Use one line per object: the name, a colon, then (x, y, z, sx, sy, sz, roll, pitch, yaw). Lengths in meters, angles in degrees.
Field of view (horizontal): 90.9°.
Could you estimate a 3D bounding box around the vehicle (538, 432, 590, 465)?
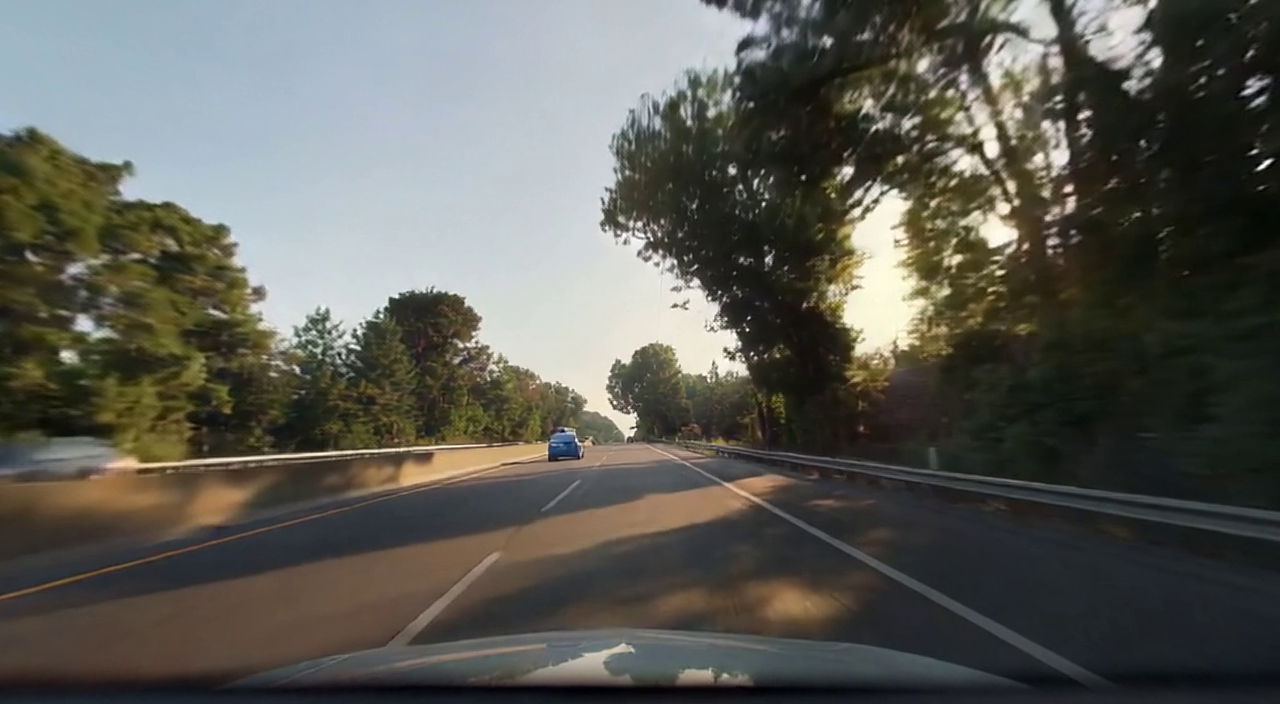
vehicle: (-3.601, 4.613, 30.451, 2.085, 1.479, 3.846, 0, -8, -1)
